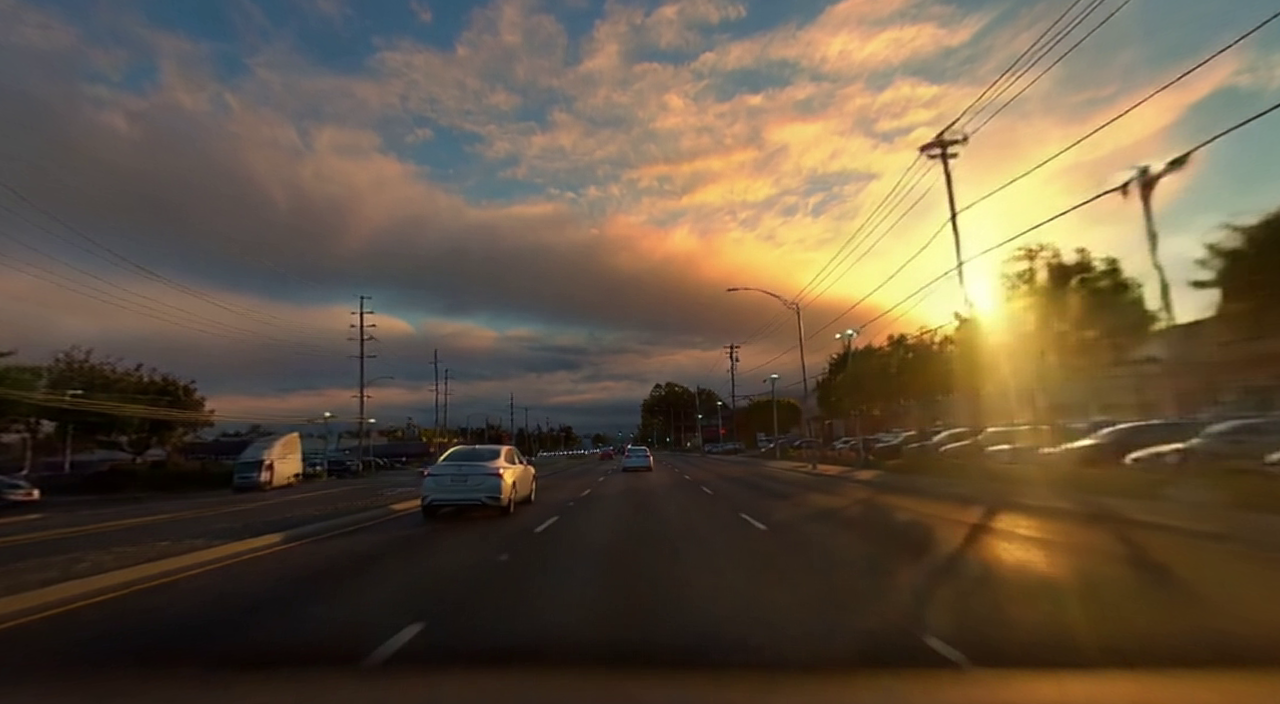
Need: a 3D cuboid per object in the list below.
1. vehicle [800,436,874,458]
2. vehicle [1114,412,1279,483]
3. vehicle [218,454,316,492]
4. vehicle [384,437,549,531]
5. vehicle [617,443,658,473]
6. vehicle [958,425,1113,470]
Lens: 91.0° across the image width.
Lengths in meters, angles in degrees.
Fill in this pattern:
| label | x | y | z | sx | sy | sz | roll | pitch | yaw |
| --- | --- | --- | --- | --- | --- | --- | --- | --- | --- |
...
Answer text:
| label | x | y | z | sx | sy | sz | roll | pitch | yaw |
| --- | --- | --- | --- | --- | --- | --- | --- | --- | --- |
| vehicle | 14.066 | 6.819 | 45.184 | 4.630 | 1.497 | 2.016 | 0 | -9 | 0 |
| vehicle | 14.320 | 2.286 | 15.108 | 4.184 | 1.555 | 2.033 | 0 | -9 | 0 |
| vehicle | -23.024 | 7.435 | 39.269 | 2.416 | 2.082 | 6.190 | 0 | -9 | -2 |
| vehicle | -3.096 | 2.444 | 12.292 | 1.939 | 1.496 | 4.309 | 0 | -9 | 1 |
| vehicle | -0.142 | 5.496 | 32.917 | 2.019 | 1.459 | 4.005 | 0 | -9 | -1 |
| vehicle | 14.502 | 3.524 | 23.283 | 4.307 | 1.552 | 2.063 | 0 | -9 | 0 |
